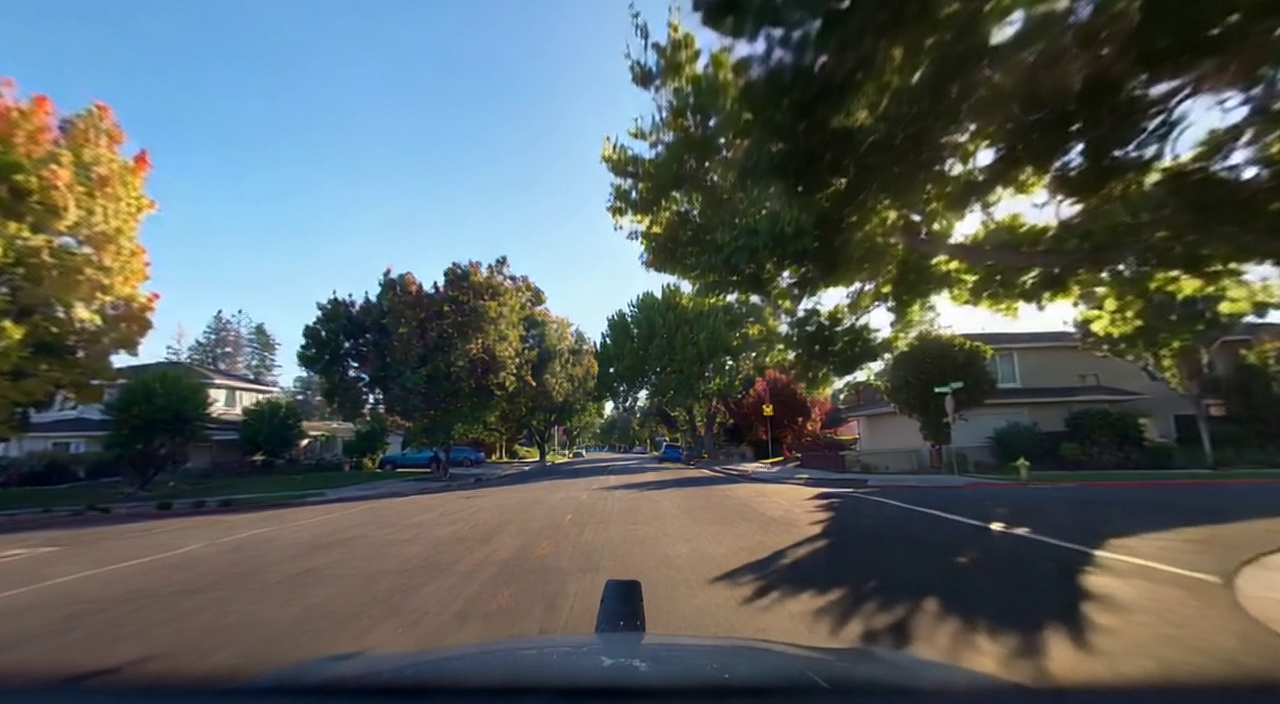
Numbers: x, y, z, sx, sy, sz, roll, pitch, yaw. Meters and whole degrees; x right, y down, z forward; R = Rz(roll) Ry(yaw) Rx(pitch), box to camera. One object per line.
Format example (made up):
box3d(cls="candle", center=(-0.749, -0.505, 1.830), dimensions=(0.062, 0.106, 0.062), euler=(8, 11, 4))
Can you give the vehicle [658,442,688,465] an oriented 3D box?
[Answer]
box3d(cls="vehicle", center=(2.556, 7.939, 49.580), dimensions=(2.114, 1.633, 4.042), euler=(0, -8, -1))
